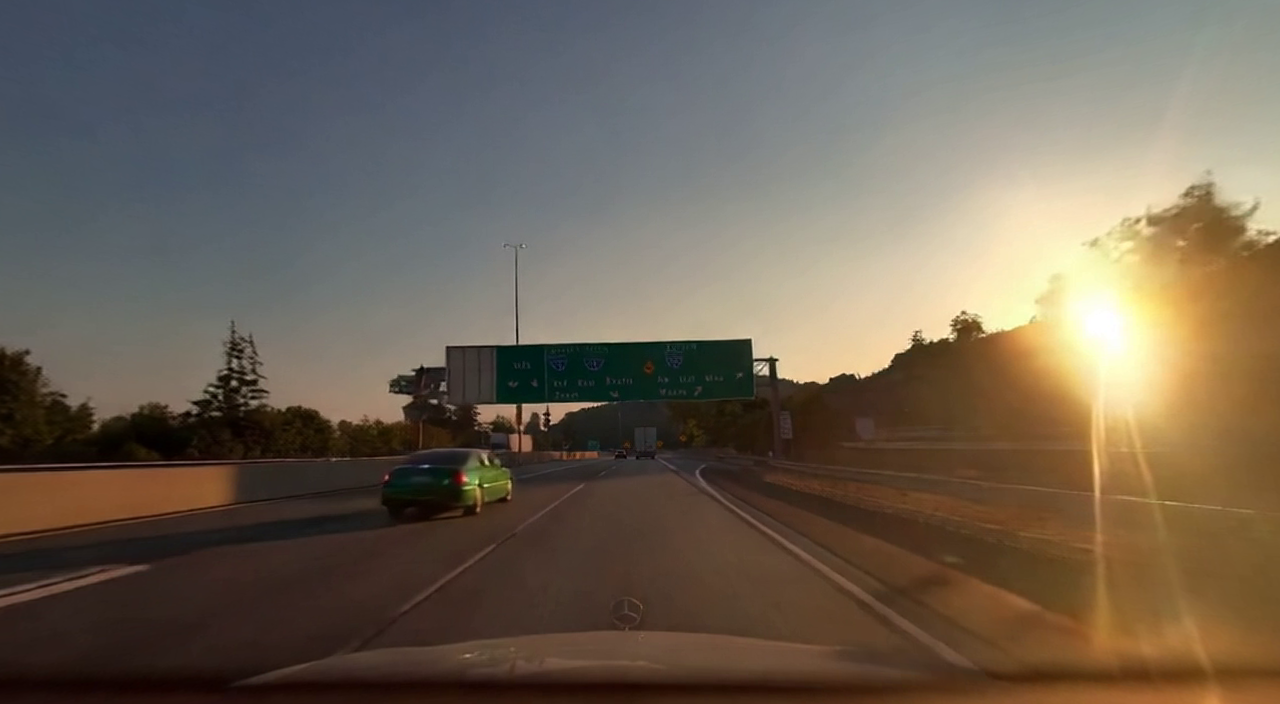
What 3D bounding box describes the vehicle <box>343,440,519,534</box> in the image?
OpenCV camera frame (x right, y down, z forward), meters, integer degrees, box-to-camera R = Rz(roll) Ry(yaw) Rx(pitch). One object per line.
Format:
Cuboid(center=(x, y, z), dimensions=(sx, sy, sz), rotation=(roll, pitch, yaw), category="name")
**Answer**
Cuboid(center=(-3.718, 2.469, 12.121), dimensions=(1.886, 1.465, 4.119), rotation=(0, -9, 1), category="vehicle")
